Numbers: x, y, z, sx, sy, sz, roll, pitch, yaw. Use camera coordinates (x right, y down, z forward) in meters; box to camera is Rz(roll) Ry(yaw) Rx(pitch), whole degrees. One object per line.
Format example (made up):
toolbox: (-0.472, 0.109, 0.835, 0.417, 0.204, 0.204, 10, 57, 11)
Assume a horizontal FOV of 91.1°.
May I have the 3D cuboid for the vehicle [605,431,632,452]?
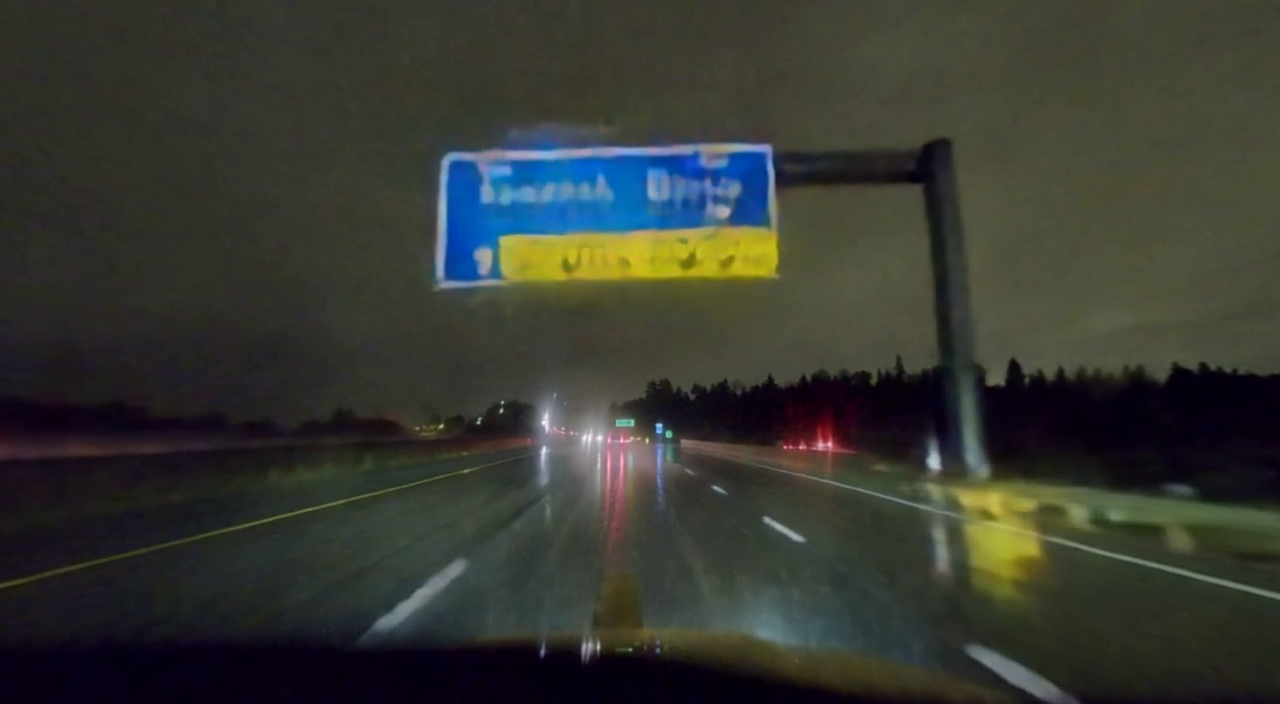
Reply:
vehicle: (-1.650, 6.924, 48.526, 2.025, 1.519, 3.924, 0, -8, -2)
